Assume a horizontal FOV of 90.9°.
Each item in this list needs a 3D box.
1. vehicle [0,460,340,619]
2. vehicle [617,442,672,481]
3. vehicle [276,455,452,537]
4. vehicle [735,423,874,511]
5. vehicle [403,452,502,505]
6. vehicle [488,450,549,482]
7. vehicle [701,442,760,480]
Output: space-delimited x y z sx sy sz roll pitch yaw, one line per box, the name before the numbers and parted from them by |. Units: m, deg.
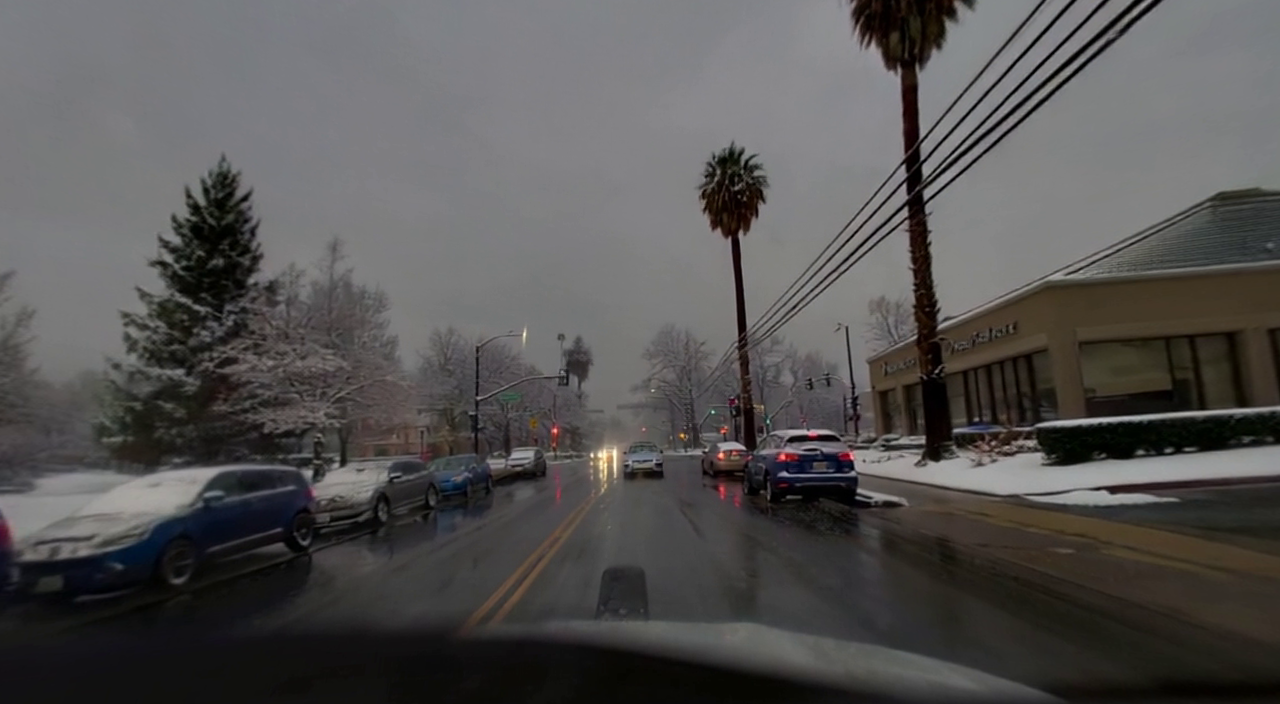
vehicle | -6.188 2.297 8.679 1.810 1.489 4.336 -1 -8 2
vehicle | 0.153 4.392 25.583 2.060 1.452 4.078 0 -8 0
vehicle | -6.067 3.181 14.603 1.874 1.472 4.668 0 -8 1
vehicle | 3.769 2.743 15.554 2.099 1.786 5.198 0 -8 1
vehicle | -5.995 4.072 20.798 1.850 1.482 4.454 0 -8 1
vehicle | -6.085 5.762 32.228 2.105 1.469 4.693 0 -8 1
vehicle | 3.707 4.536 26.582 1.821 1.417 4.454 0 -8 0
